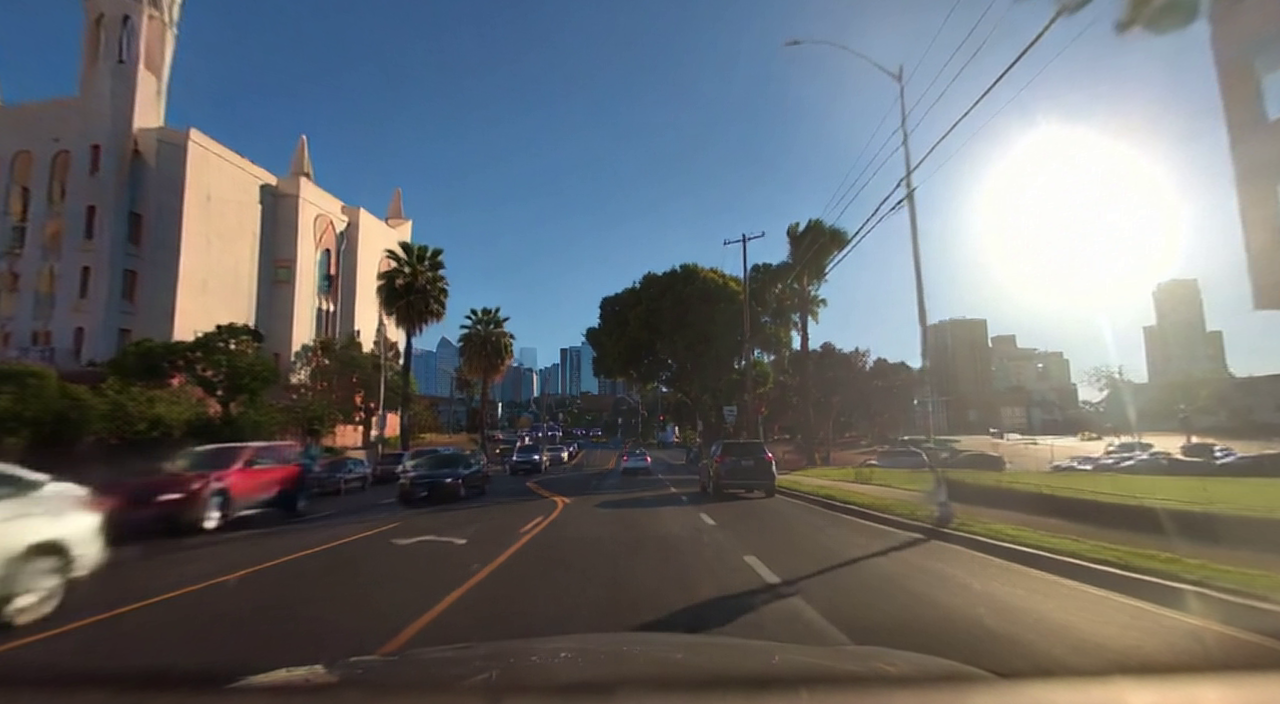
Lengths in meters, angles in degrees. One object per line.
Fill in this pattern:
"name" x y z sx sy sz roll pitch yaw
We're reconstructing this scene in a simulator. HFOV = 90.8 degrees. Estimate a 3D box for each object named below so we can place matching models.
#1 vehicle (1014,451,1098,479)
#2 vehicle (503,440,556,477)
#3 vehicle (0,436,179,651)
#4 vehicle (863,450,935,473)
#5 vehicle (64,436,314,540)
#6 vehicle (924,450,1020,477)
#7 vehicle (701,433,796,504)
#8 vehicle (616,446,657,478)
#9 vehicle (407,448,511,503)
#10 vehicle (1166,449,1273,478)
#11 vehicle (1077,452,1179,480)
"vehicle" 25.515 6.926 38.881 3.611 1.590 2.171 0 -8 -1
"vehicle" -5.979 5.795 34.730 2.106 1.890 4.783 0 -8 -1
"vehicle" -5.695 1.301 3.969 2.135 1.542 4.575 0 -8 0
"vehicle" 20.164 8.517 49.353 4.540 1.386 2.337 -4 -8 -1
"vehicle" -9.216 2.756 13.518 2.005 1.841 4.300 -1 -8 2
"vehicle" 20.422 6.874 39.077 4.673 1.592 2.193 -1 -8 1
"vehicle" 3.102 3.441 19.060 1.995 1.858 4.333 0 -8 -1
"vehicle" -0.208 6.164 35.735 2.196 1.655 3.939 0 -8 0
"vehicle" -5.783 3.976 20.812 2.074 1.541 4.395 0 -8 0
"vehicle" 35.875 6.890 39.192 4.642 1.646 2.017 0 -8 -1
"vehicle" 30.000 7.008 38.946 4.463 1.600 2.122 0 -8 0
